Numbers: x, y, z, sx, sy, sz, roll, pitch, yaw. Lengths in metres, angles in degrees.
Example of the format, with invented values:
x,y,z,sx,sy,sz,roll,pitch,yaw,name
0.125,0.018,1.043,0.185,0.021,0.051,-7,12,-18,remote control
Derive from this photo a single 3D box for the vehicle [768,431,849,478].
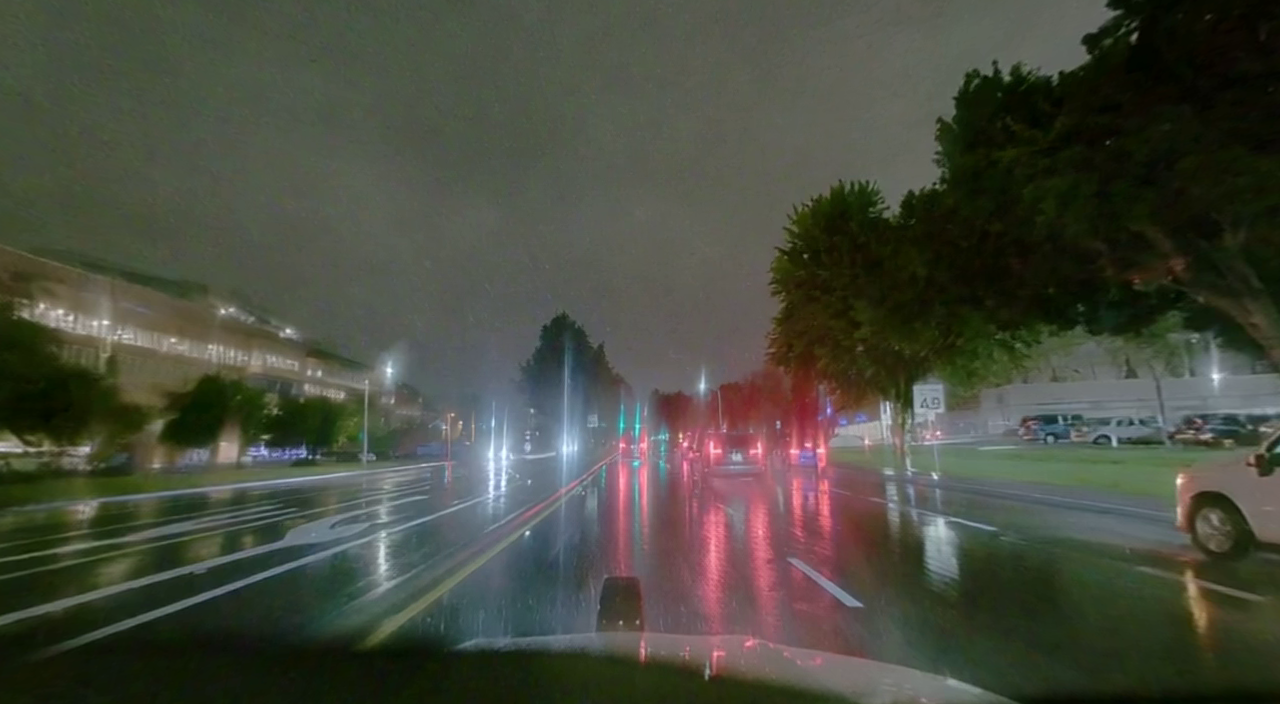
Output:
x,y,z,sx,sy,sz,roll,pitch,yaw,name
6.691,4.122,25.574,2.025,1.719,4.161,0,-8,-1,vehicle

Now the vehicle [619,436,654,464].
x,y,z,sx,sy,sz,roll,pitch,yaw,name
-0.254,6.252,40.493,2.132,1.693,3.819,0,-8,-1,vehicle

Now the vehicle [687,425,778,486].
x,y,z,sx,sy,sz,roll,pitch,yaw,name
2.948,3.444,21.289,2.227,1.794,4.457,0,-8,-2,vehicle

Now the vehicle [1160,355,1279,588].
x,y,z,sx,sy,sz,roll,pitch,yaw,name
7.209,0.865,4.232,2.429,2.142,5.731,0,-8,-1,vehicle
